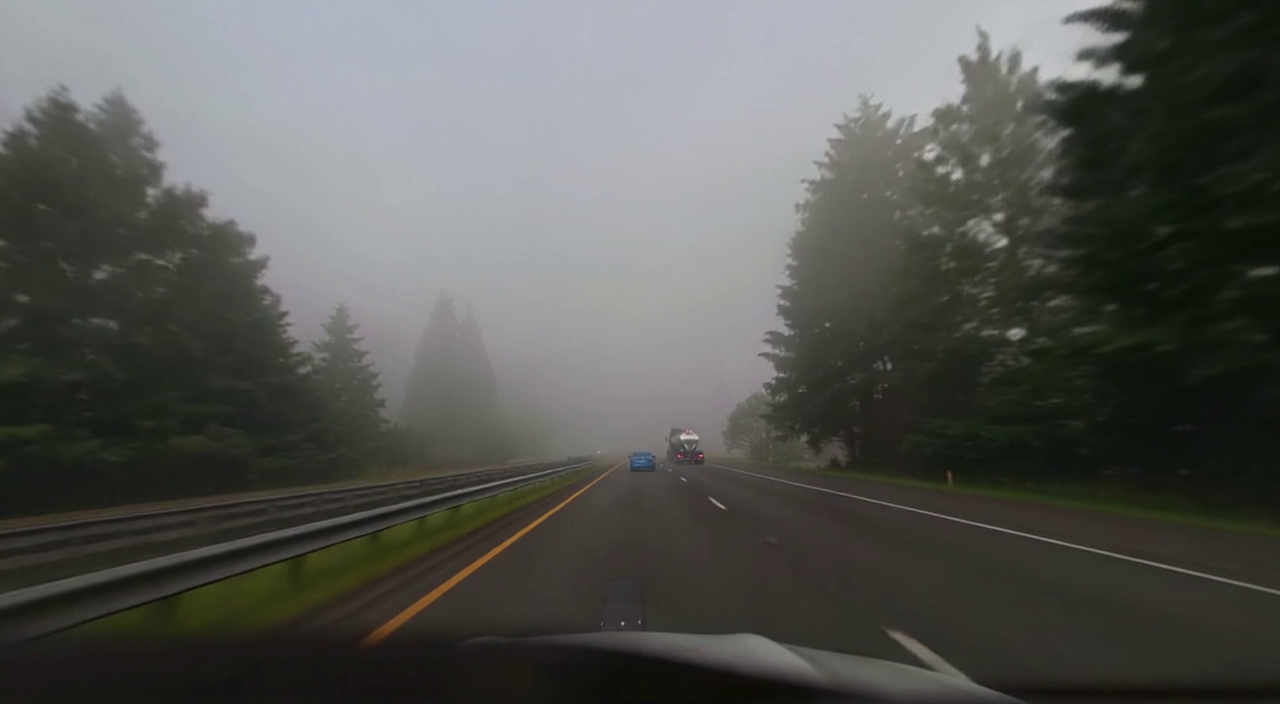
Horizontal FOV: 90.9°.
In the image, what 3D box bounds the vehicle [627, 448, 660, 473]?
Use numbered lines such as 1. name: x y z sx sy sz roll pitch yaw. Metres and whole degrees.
1. vehicle: 0.222 6.630 38.657 1.926 1.386 3.615 0 -9 0
